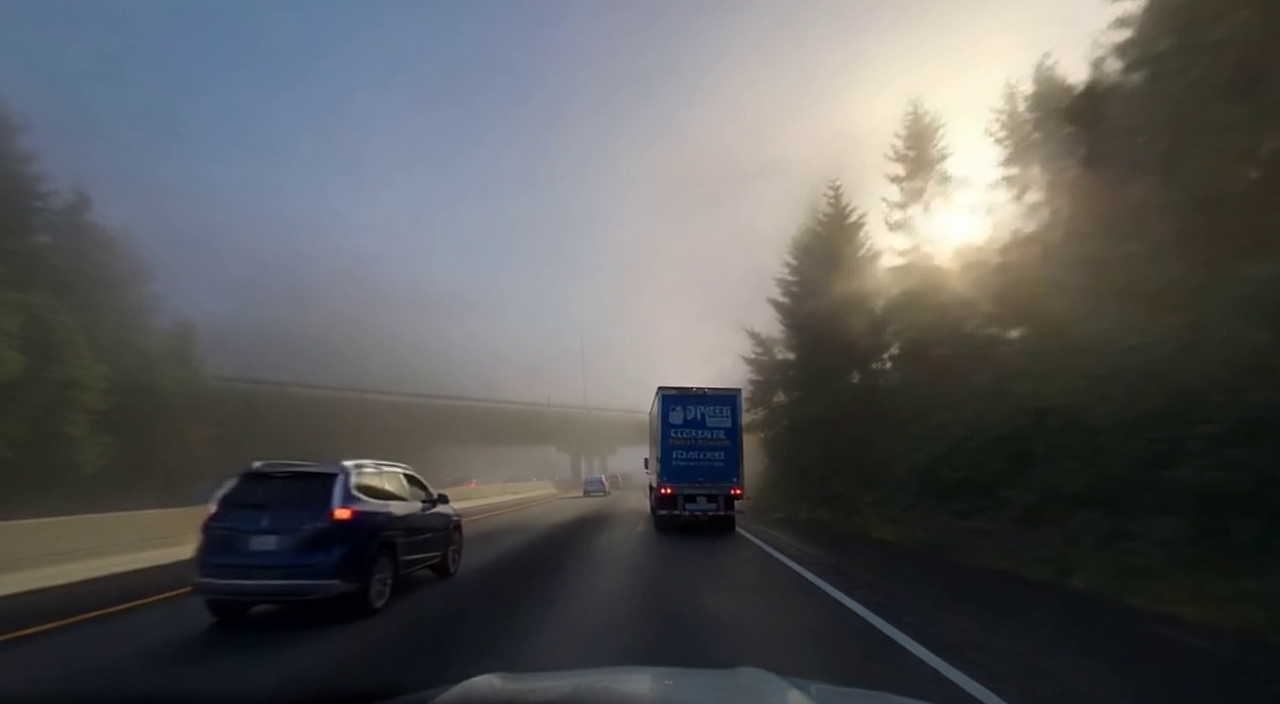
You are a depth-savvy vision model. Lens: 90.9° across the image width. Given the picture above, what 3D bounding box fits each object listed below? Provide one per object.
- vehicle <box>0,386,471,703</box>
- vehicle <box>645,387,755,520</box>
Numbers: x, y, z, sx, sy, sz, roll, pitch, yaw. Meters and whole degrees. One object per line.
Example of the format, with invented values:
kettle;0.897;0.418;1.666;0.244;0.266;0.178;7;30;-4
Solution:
vehicle;-3.051;1.380;4.679;2.124;1.653;4.857;0;-10;1
vehicle;1.771;3.775;23.017;2.980;3.834;9.423;0;-10;0
